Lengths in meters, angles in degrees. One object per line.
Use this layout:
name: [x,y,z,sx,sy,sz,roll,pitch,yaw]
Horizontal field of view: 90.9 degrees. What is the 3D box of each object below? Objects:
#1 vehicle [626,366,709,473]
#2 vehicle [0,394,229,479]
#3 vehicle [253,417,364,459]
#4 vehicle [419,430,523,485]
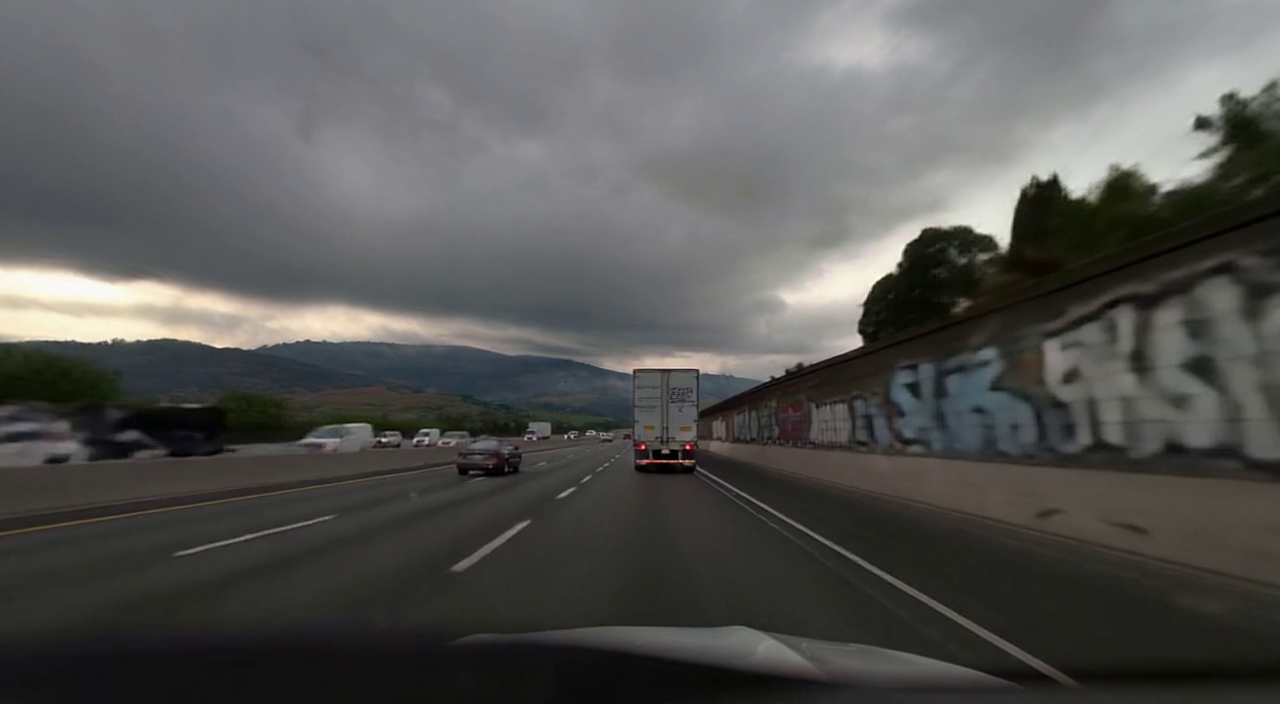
vehicle: [0.883,3.103,27.726,2.921,3.765,10.773,0,-8,-1]
vehicle: [-22.121,3.673,27.319,2.853,3.094,8.285,0,-8,1]
vehicle: [-14.331,3.769,27.668,2.026,1.651,5.129,0,-8,1]
vehicle: [-5.242,3.320,20.247,1.982,1.535,4.519,0,-8,1]
